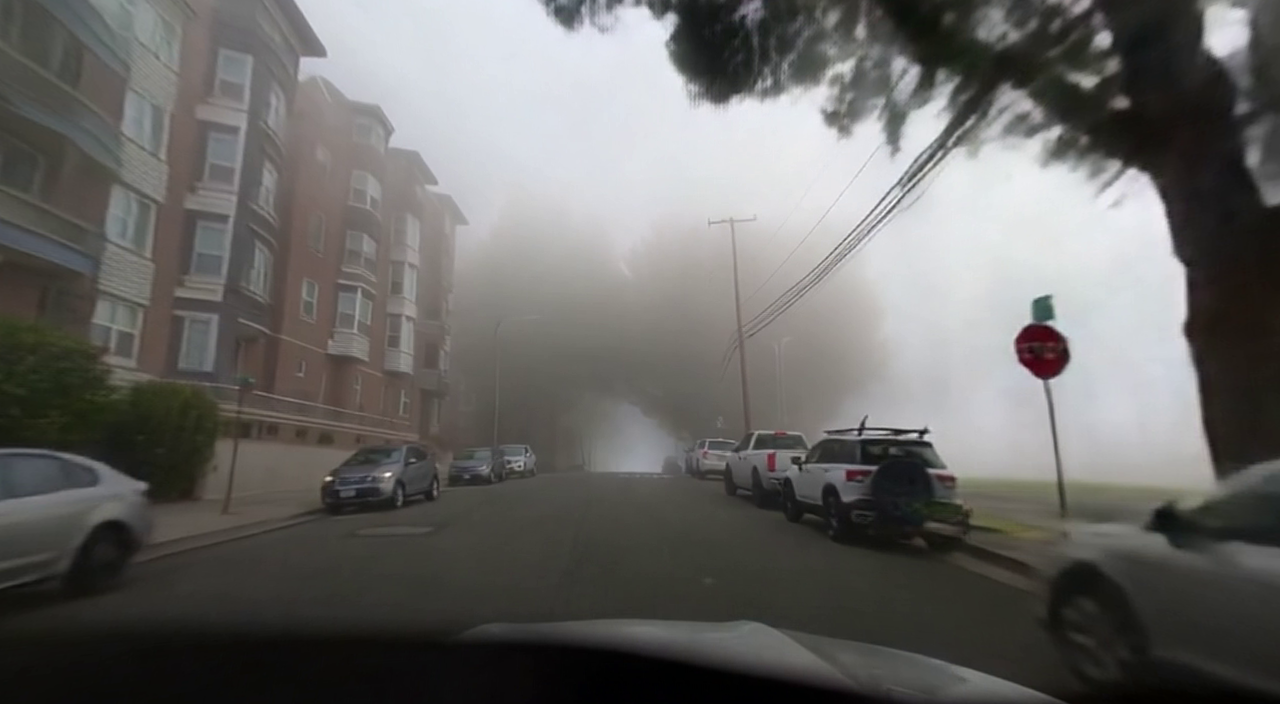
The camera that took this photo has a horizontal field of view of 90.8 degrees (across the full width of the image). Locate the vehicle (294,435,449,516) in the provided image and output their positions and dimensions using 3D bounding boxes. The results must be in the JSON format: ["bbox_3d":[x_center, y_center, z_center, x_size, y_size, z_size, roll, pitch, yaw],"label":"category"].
[{"bbox_3d":[-6.418,2.973,15.749,1.947,1.707,4.352,0,-8,0],"label":"vehicle"}]

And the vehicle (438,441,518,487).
[{"bbox_3d":[-6.462,4.486,25.724,2.069,1.647,4.359,-2,-8,0],"label":"vehicle"}]

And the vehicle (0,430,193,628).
[{"bbox_3d":[-6.413,1.494,5.362,2.100,1.640,4.341,0,-8,-1],"label":"vehicle"}]

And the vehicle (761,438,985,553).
[{"bbox_3d":[3.540,2.240,10.745,1.925,1.489,4.655,0,-8,-2],"label":"vehicle"}]

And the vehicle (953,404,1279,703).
[{"bbox_3d":[3.389,0.927,2.191,1.948,1.502,5.013,0,-8,-1],"label":"vehicle"}]

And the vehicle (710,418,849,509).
[{"bbox_3d":[3.221,2.716,15.898,2.082,1.902,5.122,0,-8,-3],"label":"vehicle"}]
